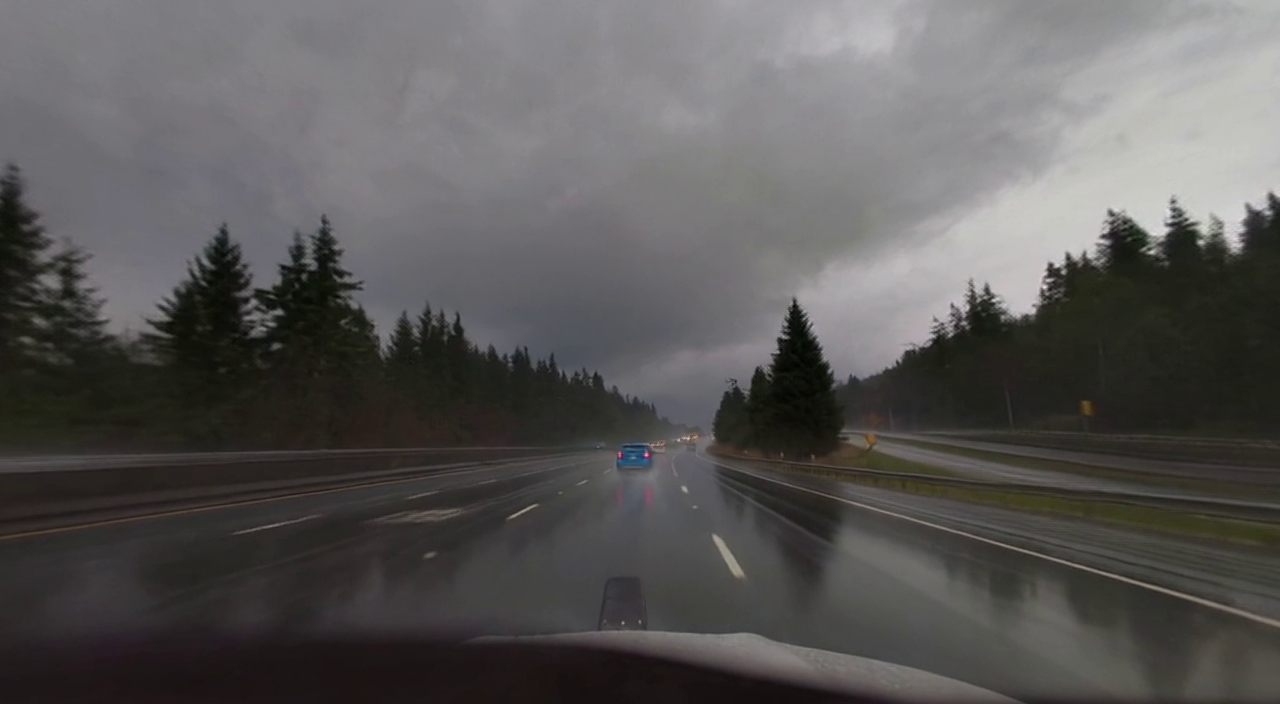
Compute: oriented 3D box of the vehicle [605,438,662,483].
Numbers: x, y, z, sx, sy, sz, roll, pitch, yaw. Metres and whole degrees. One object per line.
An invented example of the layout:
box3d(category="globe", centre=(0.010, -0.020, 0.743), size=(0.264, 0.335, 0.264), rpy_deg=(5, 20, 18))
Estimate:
box3d(category="vehicle", centre=(-0.175, 4.449, 25.990), size=(2.133, 1.686, 4.203), rpy_deg=(-1, -8, 3))
